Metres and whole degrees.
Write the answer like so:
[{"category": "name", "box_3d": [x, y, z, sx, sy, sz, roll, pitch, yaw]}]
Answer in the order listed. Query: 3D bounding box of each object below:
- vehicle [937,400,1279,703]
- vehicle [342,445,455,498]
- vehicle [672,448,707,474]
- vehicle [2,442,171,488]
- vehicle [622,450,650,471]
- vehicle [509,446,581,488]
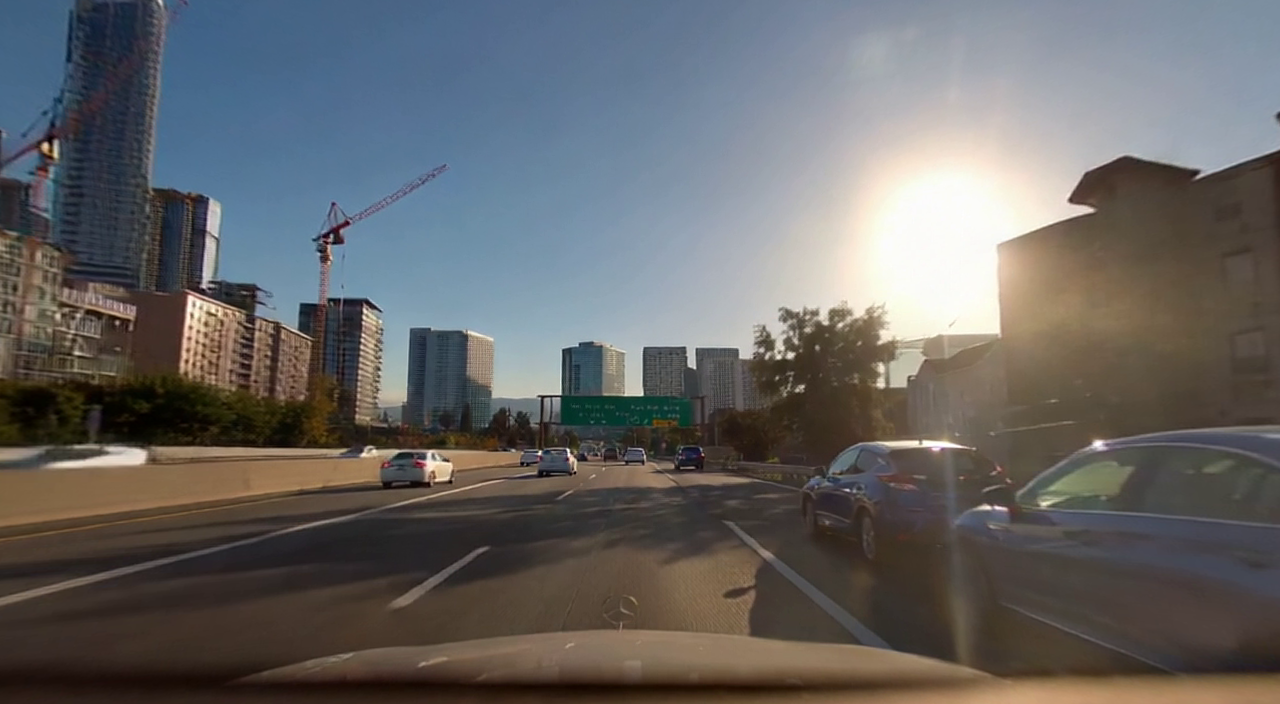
[{"category": "vehicle", "box_3d": [3.259, 0.948, 2.445, 1.995, 1.486, 4.463, 0, -8, -1]}, {"category": "vehicle", "box_3d": [-7.612, 3.777, 20.452, 1.951, 1.528, 4.209, 0, -8, 1]}, {"category": "vehicle", "box_3d": [3.274, 7.296, 42.641, 1.978, 1.602, 4.092, 0, -8, -1]}, {"category": "vehicle", "box_3d": [-19.609, 3.987, 22.736, 1.800, 1.465, 4.722, 0, -8, 0]}, {"category": "vehicle", "box_3d": [-0.313, 8.234, 48.167, 2.019, 1.472, 3.971, 0, -8, 0]}, {"category": "vehicle", "box_3d": [-3.719, 4.559, 25.547, 2.136, 1.512, 4.488, 0, -8, 1]}]
